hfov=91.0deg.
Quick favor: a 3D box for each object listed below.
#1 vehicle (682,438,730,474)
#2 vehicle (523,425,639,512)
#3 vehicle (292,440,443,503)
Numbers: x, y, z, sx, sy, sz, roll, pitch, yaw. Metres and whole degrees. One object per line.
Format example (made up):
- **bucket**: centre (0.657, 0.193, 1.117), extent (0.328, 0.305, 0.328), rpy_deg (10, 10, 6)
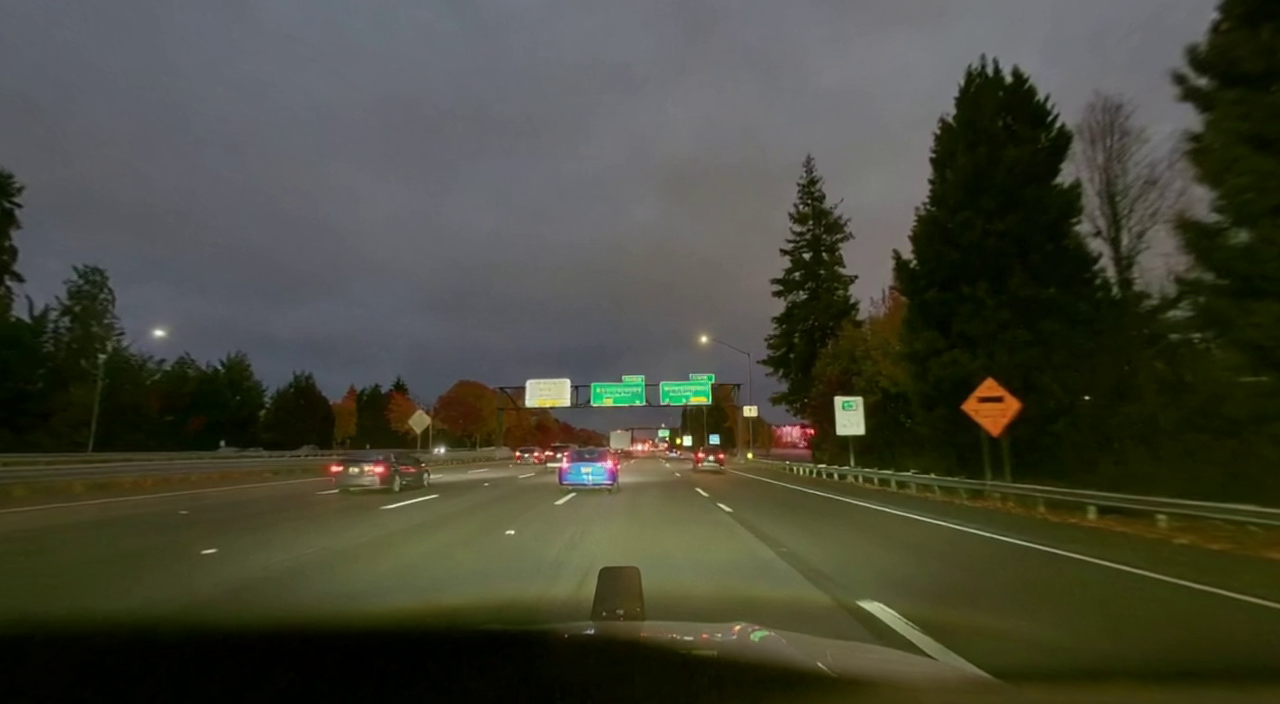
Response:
- **vehicle**: centre (3.499, 5.636, 34.257), extent (2.193, 1.778, 4.488), rpy_deg (0, -9, 1)
- **vehicle**: centre (-1.220, 2.739, 15.236), extent (2.101, 1.742, 4.495), rpy_deg (0, -9, 3)
- **vehicle**: centre (-7.379, 3.256, 17.692), extent (2.057, 1.496, 4.661), rpy_deg (0, -9, 1)
